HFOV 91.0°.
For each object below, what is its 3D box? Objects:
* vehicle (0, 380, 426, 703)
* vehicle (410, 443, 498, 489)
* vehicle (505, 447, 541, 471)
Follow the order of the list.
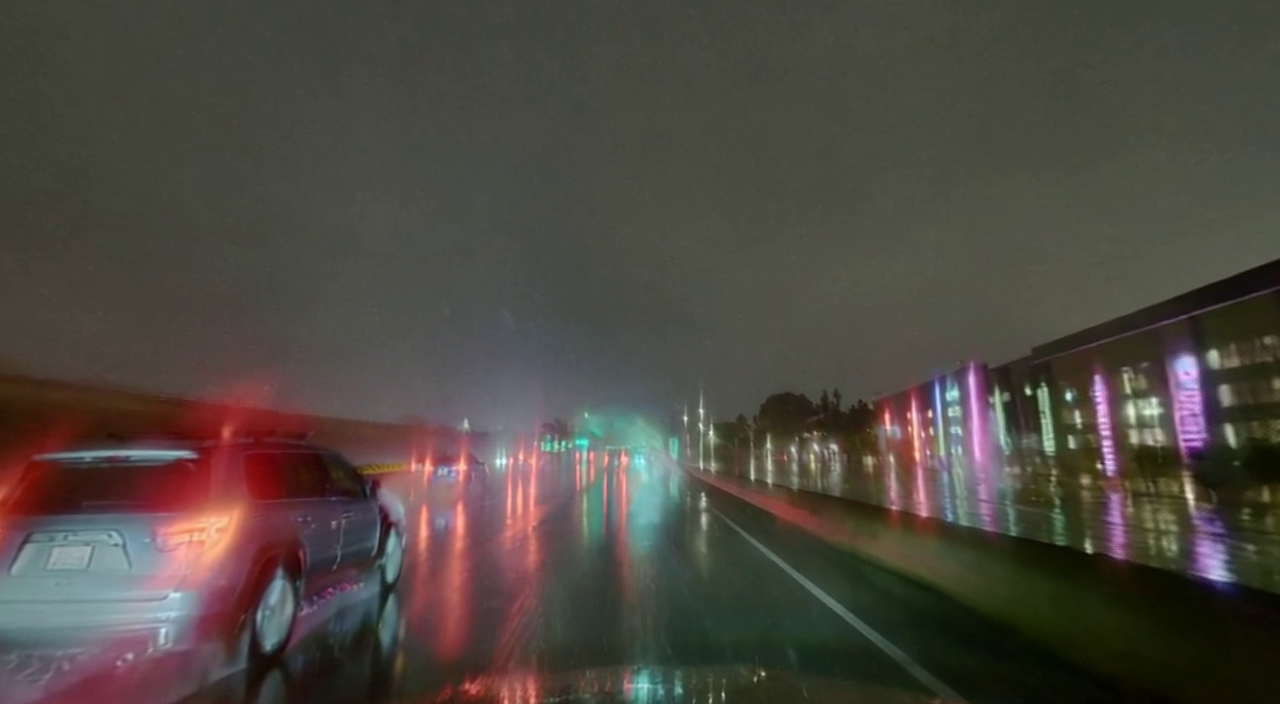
[{"bbox_3d":[-3.605,1.330,5.149,2.036,1.717,4.592,0,-9,1],"label":"vehicle"},{"bbox_3d":[-7.194,4.436,24.883,2.075,1.642,4.638,0,-9,0],"label":"vehicle"},{"bbox_3d":[-8.957,8.200,48.534,2.065,1.689,4.399,0,-9,-2],"label":"vehicle"}]
